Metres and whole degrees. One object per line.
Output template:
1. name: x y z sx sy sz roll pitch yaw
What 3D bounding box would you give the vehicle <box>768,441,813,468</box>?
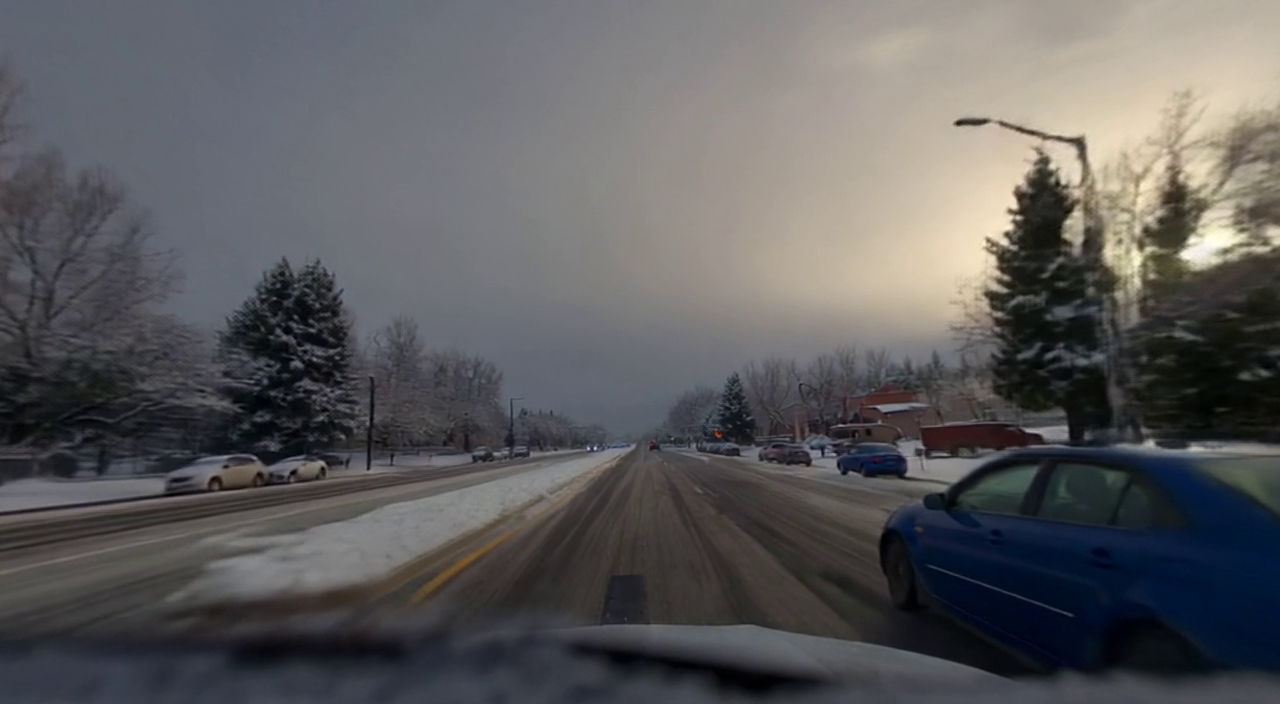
1. vehicle: 9.783 6.671 41.206 1.889 1.629 4.072 0 -8 0

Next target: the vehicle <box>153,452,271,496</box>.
1. vehicle: -18.633 5.298 27.792 1.993 1.686 4.698 0 -8 -2

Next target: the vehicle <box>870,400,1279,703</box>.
1. vehicle: 3.109 1.067 3.253 2.141 1.443 4.499 0 -8 0

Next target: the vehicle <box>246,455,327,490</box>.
1. vehicle: -18.507 6.273 33.211 1.828 1.457 4.292 -3 -7 0
